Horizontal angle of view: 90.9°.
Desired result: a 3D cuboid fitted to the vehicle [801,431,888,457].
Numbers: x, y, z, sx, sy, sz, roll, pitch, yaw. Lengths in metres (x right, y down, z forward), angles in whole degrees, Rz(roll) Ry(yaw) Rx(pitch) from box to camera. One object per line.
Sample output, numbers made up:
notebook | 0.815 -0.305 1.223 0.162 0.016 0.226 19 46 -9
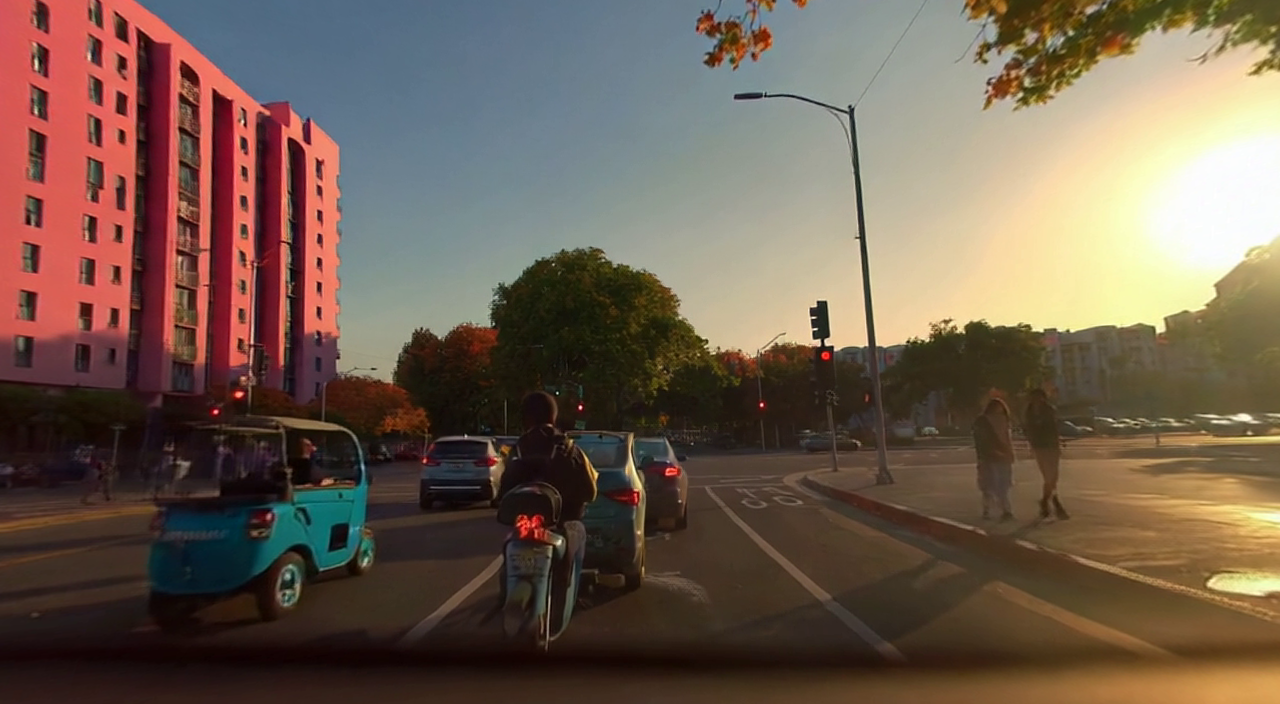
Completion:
vehicle | 12.395 5.640 38.406 1.862 1.456 4.661 8 -12 -44

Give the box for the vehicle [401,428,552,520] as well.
vehicle | -3.224 2.502 13.385 1.935 1.615 4.073 -1 -9 3

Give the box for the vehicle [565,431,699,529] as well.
vehicle | -0.089 2.253 11.629 2.025 1.458 4.085 -1 -9 1

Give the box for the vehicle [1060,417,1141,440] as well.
vehicle | 30.785 5.153 42.199 1.751 1.420 4.027 8 -12 -42

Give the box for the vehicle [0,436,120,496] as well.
vehicle | -28.946 5.539 30.367 5.890 2.393 2.346 -5 -7 1
